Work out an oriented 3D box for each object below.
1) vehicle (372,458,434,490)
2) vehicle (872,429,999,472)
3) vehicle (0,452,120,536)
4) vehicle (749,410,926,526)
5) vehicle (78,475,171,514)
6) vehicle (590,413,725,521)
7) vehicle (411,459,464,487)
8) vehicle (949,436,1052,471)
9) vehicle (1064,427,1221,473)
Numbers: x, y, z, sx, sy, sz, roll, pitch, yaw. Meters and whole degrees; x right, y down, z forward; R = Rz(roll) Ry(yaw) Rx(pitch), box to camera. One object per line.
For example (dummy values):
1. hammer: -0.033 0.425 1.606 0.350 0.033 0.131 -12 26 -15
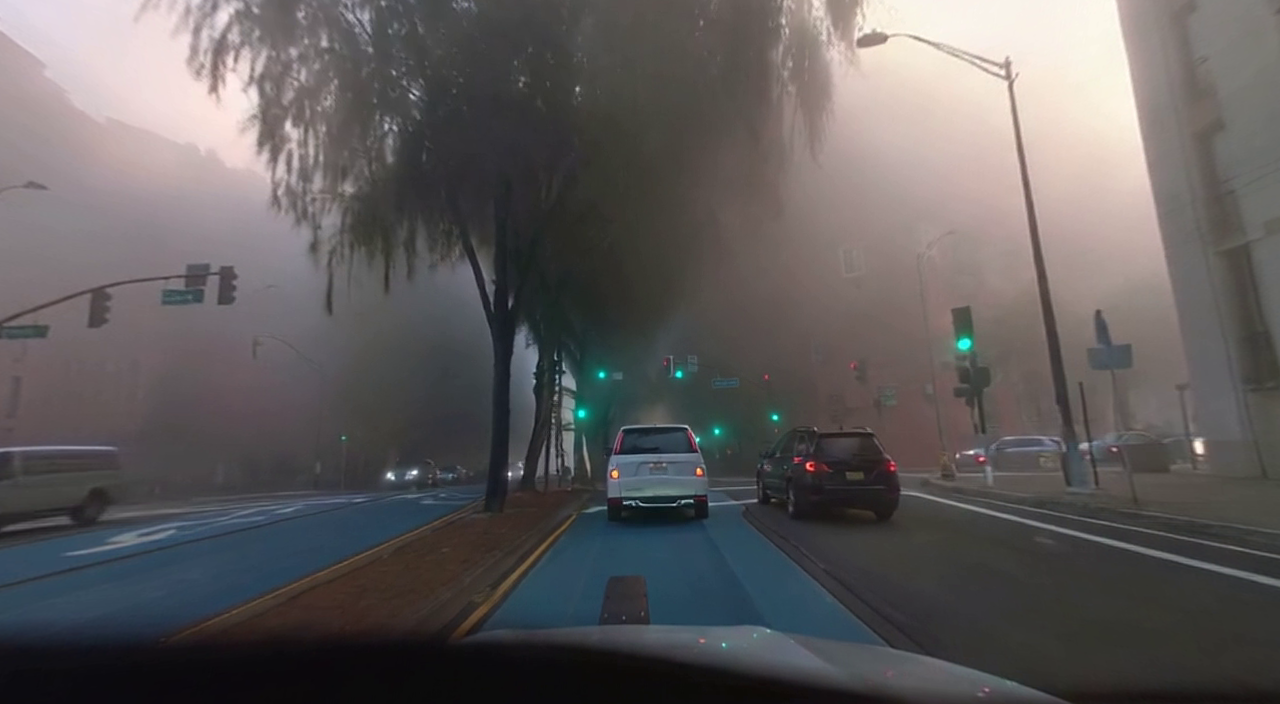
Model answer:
1. vehicle: -17.090 8.806 45.846 2.185 1.998 5.820 0 -9 0
2. vehicle: 14.355 4.829 30.952 5.156 2.005 2.122 -1 -9 7
3. vehicle: -17.624 3.744 16.661 2.267 2.097 6.350 0 -9 1
4. vehicle: 3.364 2.071 11.685 1.939 1.746 4.091 0 -9 0
5. vehicle: -27.520 7.600 33.725 3.416 1.466 1.840 -6 -6 -1
6. vehicle: 0.304 2.190 12.439 2.209 1.748 4.130 0 -9 1
7. vehicle: -13.263 7.961 41.627 2.035 1.619 4.327 0 -9 1
8. vehicle: 18.987 5.350 33.369 4.279 1.772 1.851 0 -9 0
9. vehicle: 18.997 3.735 24.004 4.248 1.642 1.961 0 -9 0
